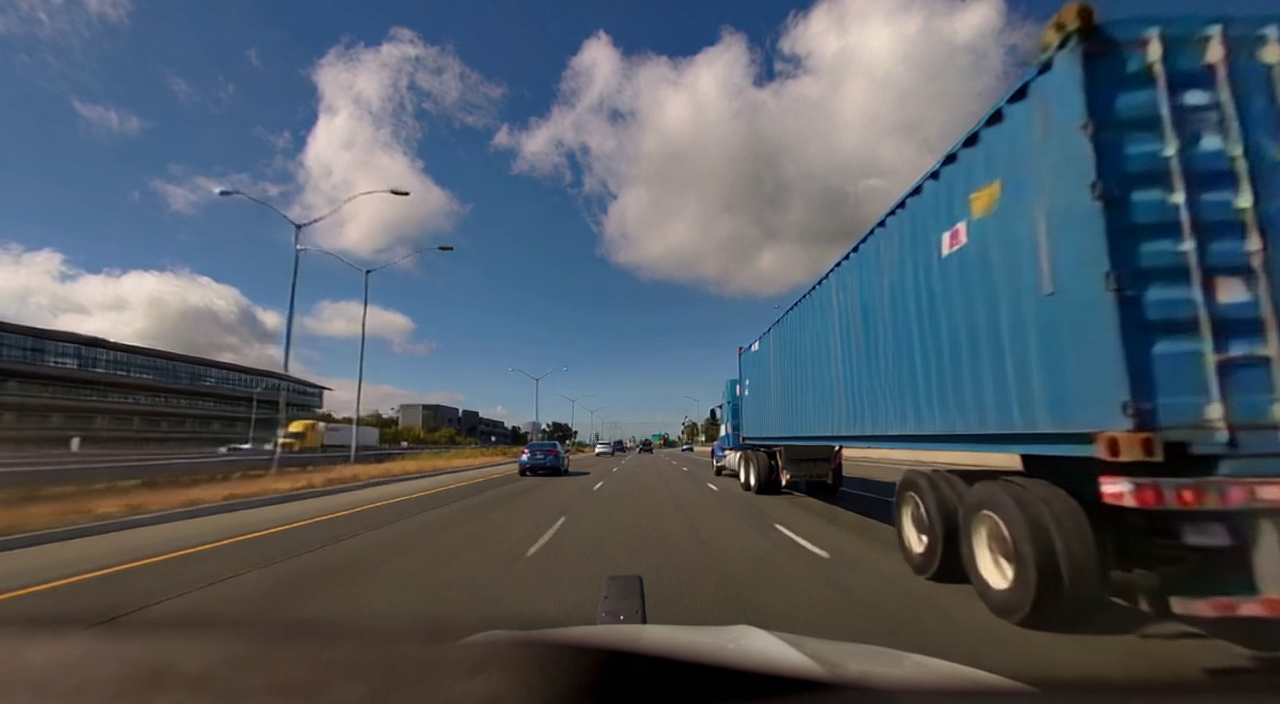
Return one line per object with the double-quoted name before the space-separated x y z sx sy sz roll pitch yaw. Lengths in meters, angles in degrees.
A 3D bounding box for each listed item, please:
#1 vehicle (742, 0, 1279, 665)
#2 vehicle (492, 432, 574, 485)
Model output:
"vehicle" 4.112 0.563 10.092 2.893 3.992 13.605 0 -8 1
"vehicle" -3.350 3.413 20.463 1.954 1.528 4.010 0 -9 0
